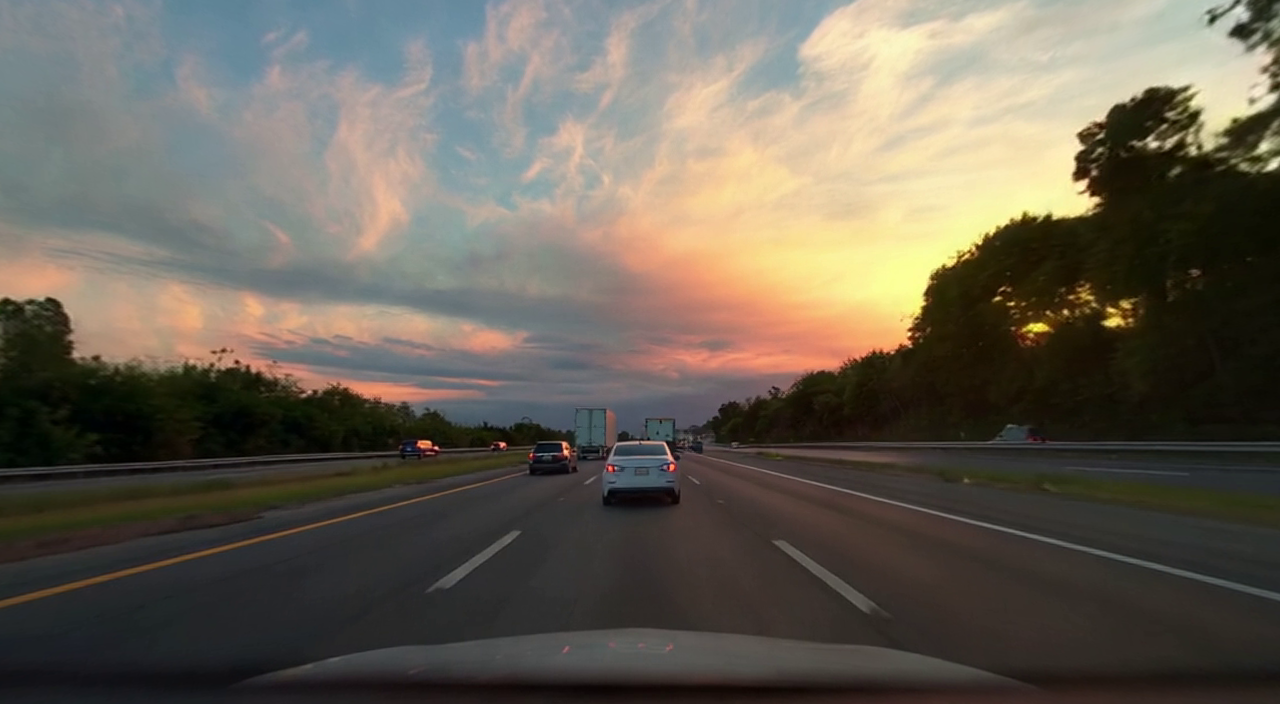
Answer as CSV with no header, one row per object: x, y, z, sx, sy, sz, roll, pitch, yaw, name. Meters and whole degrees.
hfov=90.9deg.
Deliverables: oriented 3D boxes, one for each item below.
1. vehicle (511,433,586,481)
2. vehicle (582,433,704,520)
-3.483,4.130,24.947,2.177,1.699,4.431,0,-9,2,vehicle
0.033,2.431,12.694,2.057,1.449,3.931,0,-9,-1,vehicle
